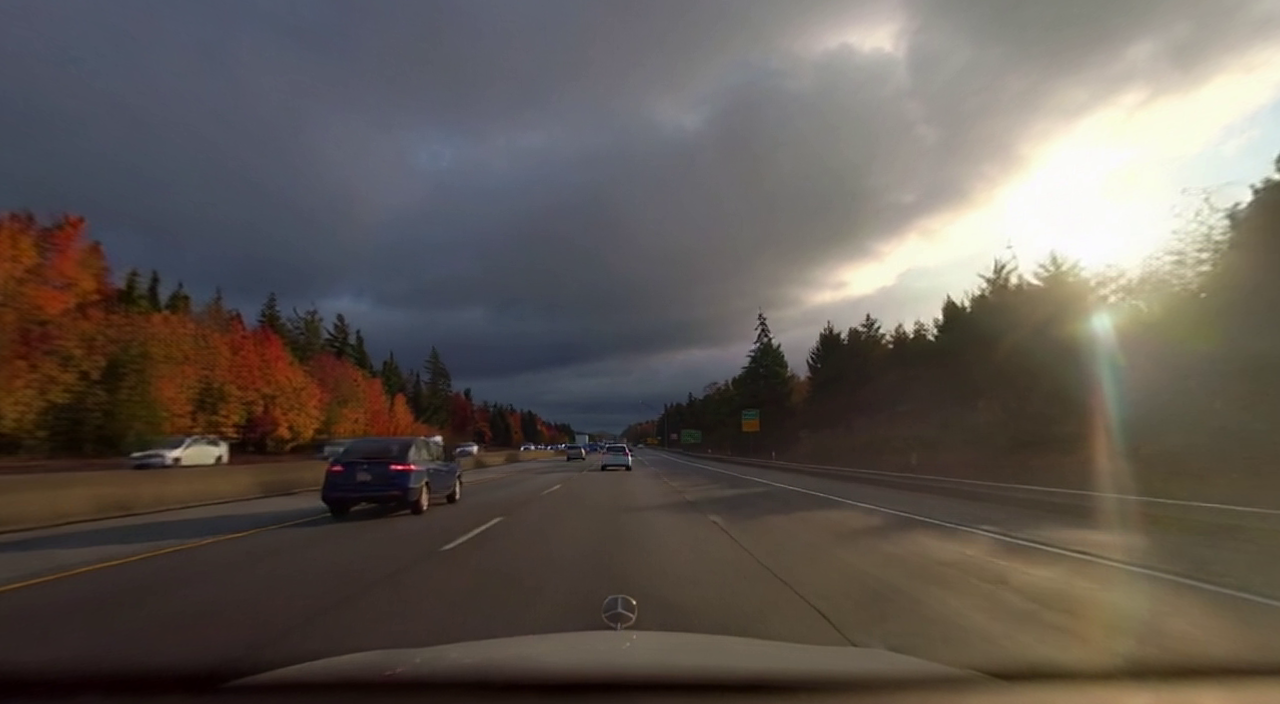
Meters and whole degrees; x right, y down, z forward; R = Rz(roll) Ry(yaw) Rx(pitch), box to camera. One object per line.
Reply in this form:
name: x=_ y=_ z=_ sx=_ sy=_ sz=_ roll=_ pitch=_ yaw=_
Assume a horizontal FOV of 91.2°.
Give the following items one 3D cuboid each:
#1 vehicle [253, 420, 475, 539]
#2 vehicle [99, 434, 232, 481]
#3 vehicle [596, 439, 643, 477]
vehicle: x=-4.625 y=2.219 z=11.509 sx=1.974 sy=1.688 sz=4.727 roll=0 pitch=-9 yaw=-1
vehicle: x=-18.763 y=4.207 z=25.081 sx=1.960 sy=1.677 sz=4.332 roll=0 pitch=-9 yaw=-1
vehicle: x=-0.980 y=5.102 z=30.388 sx=2.115 sy=1.661 sz=4.049 roll=0 pitch=-9 yaw=-2
